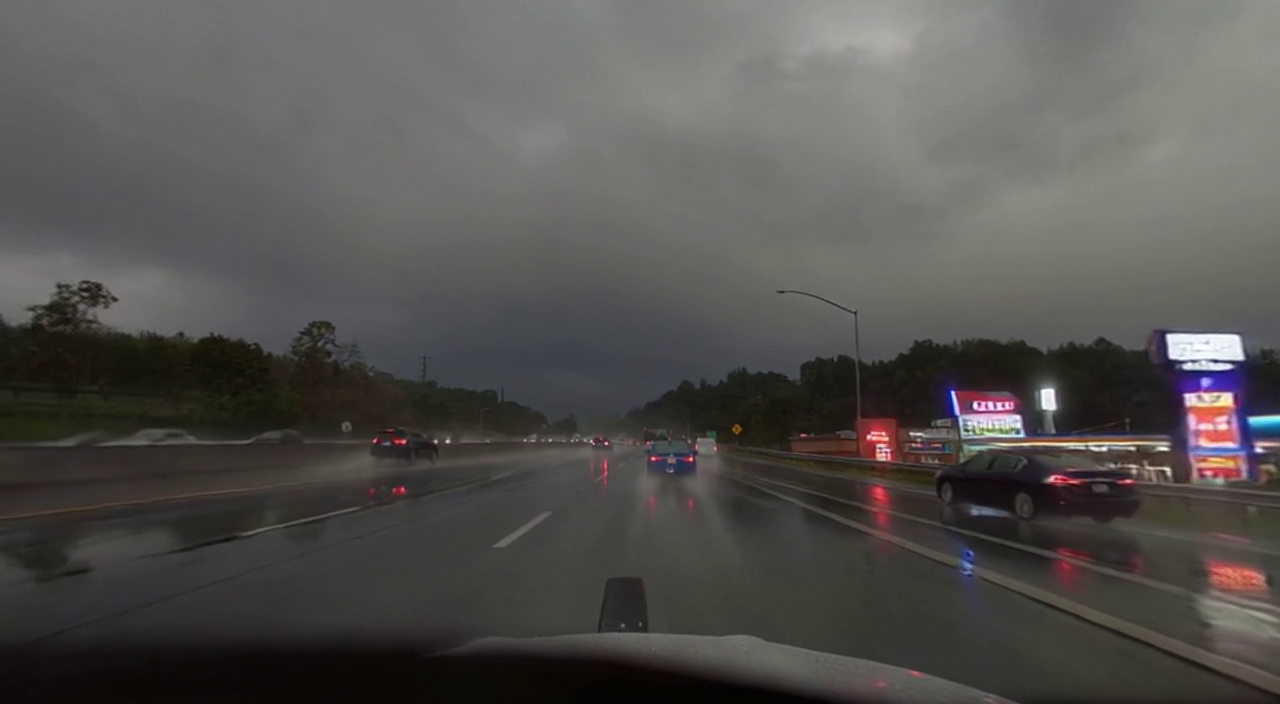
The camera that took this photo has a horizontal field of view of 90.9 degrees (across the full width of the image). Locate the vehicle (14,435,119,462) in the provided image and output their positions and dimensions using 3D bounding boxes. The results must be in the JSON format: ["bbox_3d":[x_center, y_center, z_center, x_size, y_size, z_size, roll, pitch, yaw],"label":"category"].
[{"bbox_3d":[-32.533,5.508,35.978,1.717,1.425,4.484,0,-8,1],"label":"vehicle"}]

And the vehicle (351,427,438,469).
[{"bbox_3d":[-10.588,4.174,27.593,1.950,1.664,4.403,0,-8,1],"label":"vehicle"}]

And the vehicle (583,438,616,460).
[{"bbox_3d":[-2.995,7.272,47.311,2.047,1.497,4.208,0,-8,2],"label":"vehicle"}]

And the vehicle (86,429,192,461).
[{"bbox_3d":[-25.328,4.739,32.109,1.835,1.487,4.234,0,-8,1],"label":"vehicle"}]

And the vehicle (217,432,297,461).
[{"bbox_3d":[-21.192,5.259,35.118,1.778,1.462,4.185,0,-8,1],"label":"vehicle"}]

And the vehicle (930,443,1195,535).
[{"bbox_3d":[7.763,2.520,12.281,2.030,1.442,4.358,1,-8,-2],"label":"vehicle"}]

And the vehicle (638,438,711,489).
[{"bbox_3d":[0.995,3.511,20.214,2.113,1.464,4.073,0,-8,0],"label":"vehicle"}]
